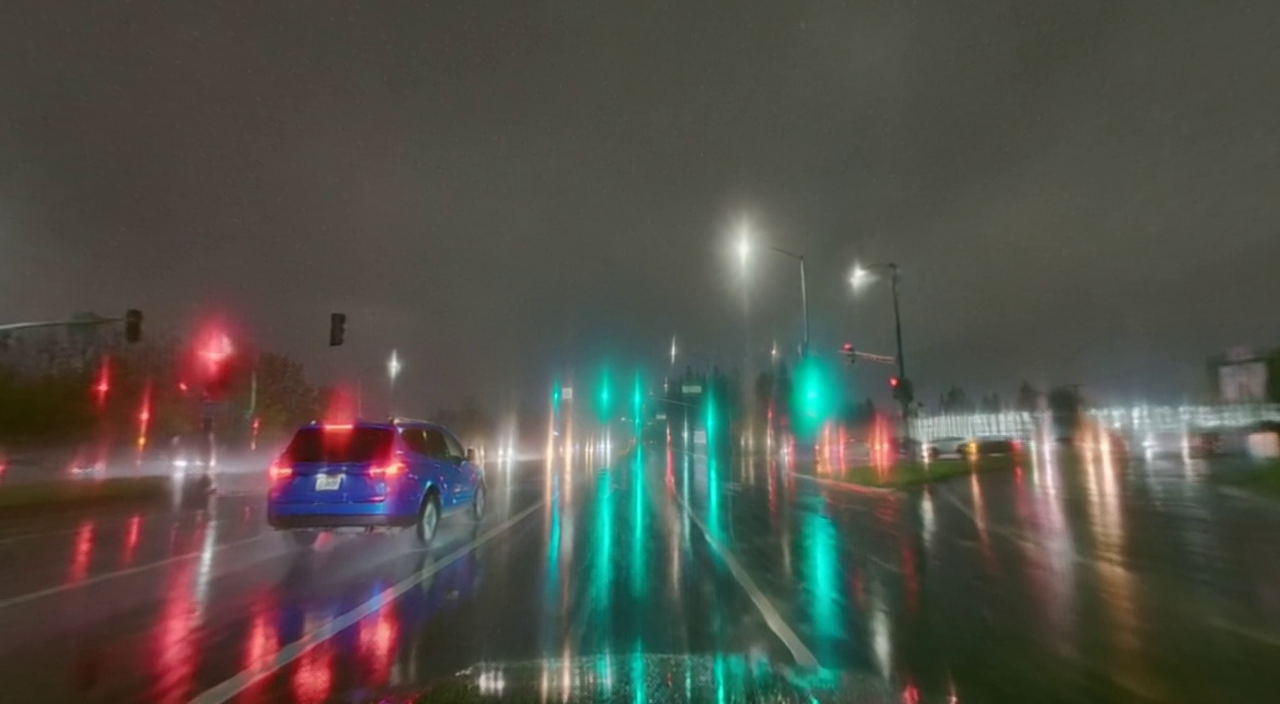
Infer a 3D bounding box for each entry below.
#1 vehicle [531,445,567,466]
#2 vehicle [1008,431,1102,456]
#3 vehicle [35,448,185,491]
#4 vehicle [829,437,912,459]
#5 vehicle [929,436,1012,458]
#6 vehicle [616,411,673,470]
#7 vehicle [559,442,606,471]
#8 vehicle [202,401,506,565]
[{"bbox_3d":[-6.610,7.540,45.983,1.933,1.477,4.119,0,-9,1],"label":"vehicle"},{"bbox_3d":[31.207,6.907,47.304,5.530,1.827,2.161,0,-9,0],"label":"vehicle"},{"bbox_3d":[-24.989,5.508,29.975,2.199,1.848,5.628,0,-9,1],"label":"vehicle"},{"bbox_3d":[16.198,6.788,44.326,4.983,1.511,2.077,0,-9,0],"label":"vehicle"},{"bbox_3d":[23.277,6.742,44.379,4.716,1.494,2.001,0,-9,1],"label":"vehicle"},{"bbox_3d":[0.331,5.169,36.487,2.993,3.051,6.692,0,-9,1],"label":"vehicle"},{"bbox_3d":[-3.087,5.715,34.495,2.023,1.483,4.143,0,-9,2],"label":"vehicle"},{"bbox_3d":[-3.757,1.834,9.587,2.178,1.826,4.933,0,-9,2],"label":"vehicle"}]
